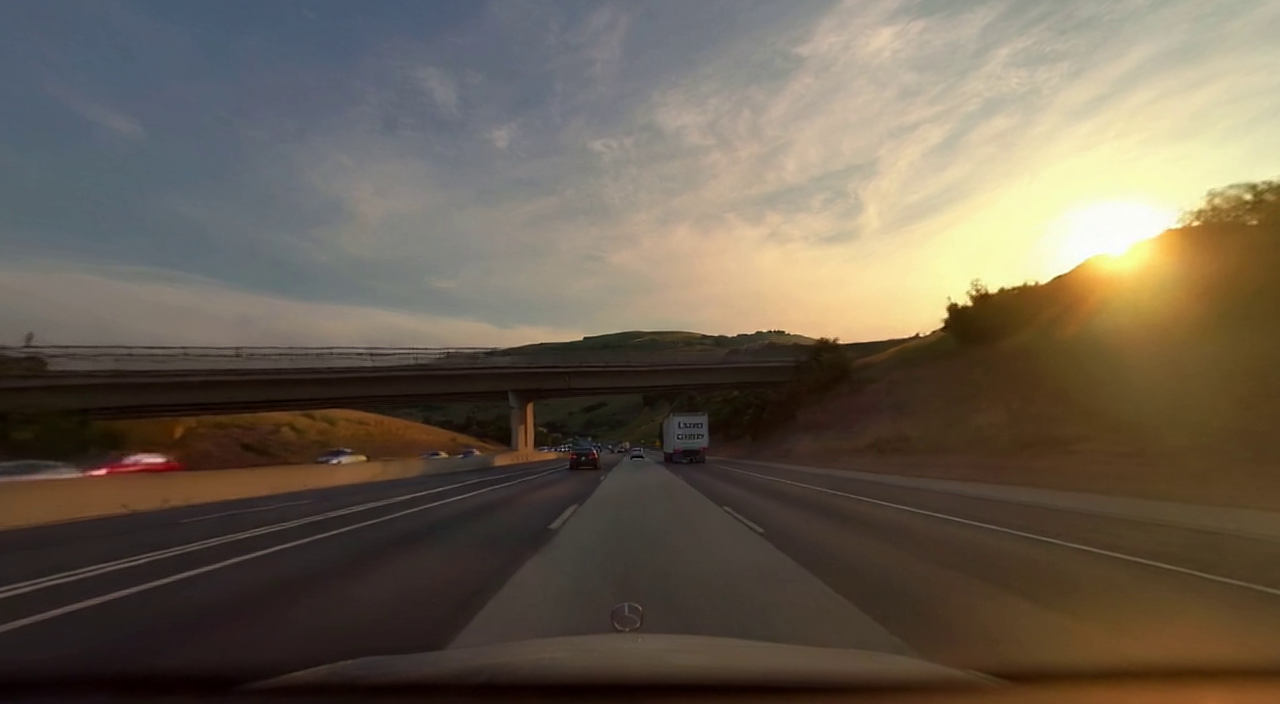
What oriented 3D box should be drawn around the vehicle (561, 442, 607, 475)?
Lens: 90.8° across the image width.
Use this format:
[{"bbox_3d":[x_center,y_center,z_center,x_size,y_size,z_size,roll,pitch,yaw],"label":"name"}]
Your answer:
[{"bbox_3d":[-2.926,5.713,34.029,2.052,1.654,4.303,0,-9,0],"label":"vehicle"}]
